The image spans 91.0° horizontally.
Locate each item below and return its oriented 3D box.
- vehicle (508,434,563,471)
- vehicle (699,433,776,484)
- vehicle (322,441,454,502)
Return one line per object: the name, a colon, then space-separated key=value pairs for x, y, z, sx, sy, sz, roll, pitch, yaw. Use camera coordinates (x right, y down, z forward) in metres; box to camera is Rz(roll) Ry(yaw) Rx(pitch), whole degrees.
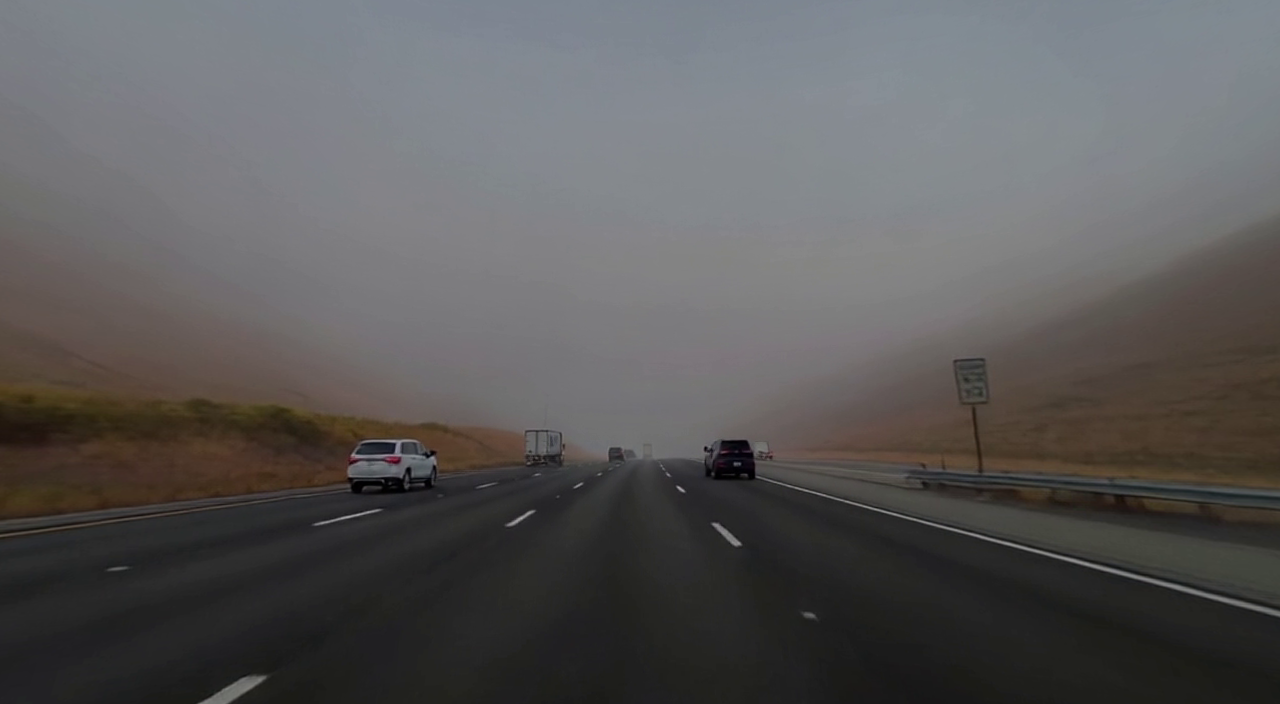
vehicle: x=-7.699 y=7.538 z=47.412 sx=2.937 sy=2.509 sz=7.090 roll=0 pitch=-9 yaw=0
vehicle: x=3.688 y=4.157 z=24.816 sx=2.231 sy=1.789 sz=4.700 roll=0 pitch=-9 yaw=-1
vehicle: x=-7.189 y=3.454 z=18.646 sx=1.935 sy=1.550 sz=4.883 roll=0 pitch=-9 yaw=-1
